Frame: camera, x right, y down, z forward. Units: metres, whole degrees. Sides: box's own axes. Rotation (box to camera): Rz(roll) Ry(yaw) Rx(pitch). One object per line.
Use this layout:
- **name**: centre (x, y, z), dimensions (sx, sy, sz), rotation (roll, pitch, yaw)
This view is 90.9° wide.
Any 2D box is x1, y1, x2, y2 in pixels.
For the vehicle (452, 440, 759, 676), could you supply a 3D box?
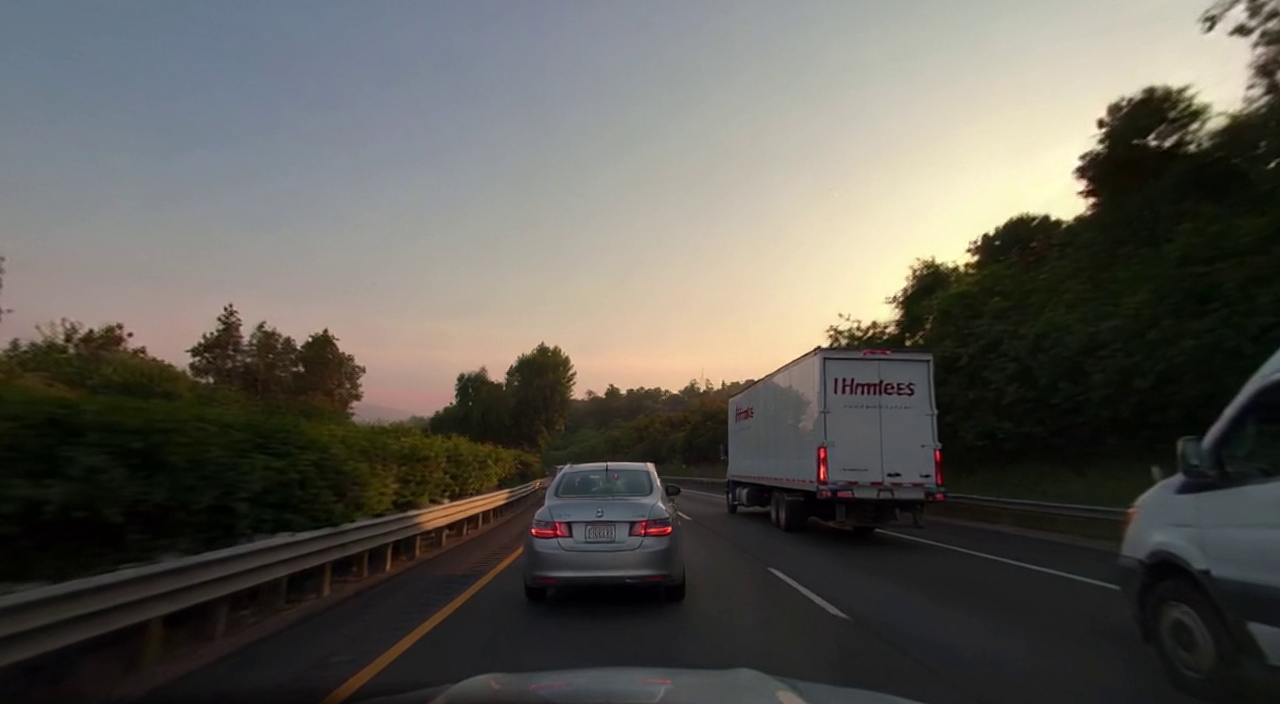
- **vehicle**: centre (-0.248, 1.666, 5.877), dimensions (1.980, 1.493, 3.410), rotation (1, -11, -1)

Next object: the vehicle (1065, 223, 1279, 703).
- **vehicle**: centre (4.177, 0.446, 1.671), dimensions (2.328, 2.537, 5.290), rotation (1, -11, 1)

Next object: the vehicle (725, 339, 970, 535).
- **vehicle**: centre (4.966, 2.733, 18.449), dimensions (2.936, 3.972, 11.144), rotation (1, -11, -2)
